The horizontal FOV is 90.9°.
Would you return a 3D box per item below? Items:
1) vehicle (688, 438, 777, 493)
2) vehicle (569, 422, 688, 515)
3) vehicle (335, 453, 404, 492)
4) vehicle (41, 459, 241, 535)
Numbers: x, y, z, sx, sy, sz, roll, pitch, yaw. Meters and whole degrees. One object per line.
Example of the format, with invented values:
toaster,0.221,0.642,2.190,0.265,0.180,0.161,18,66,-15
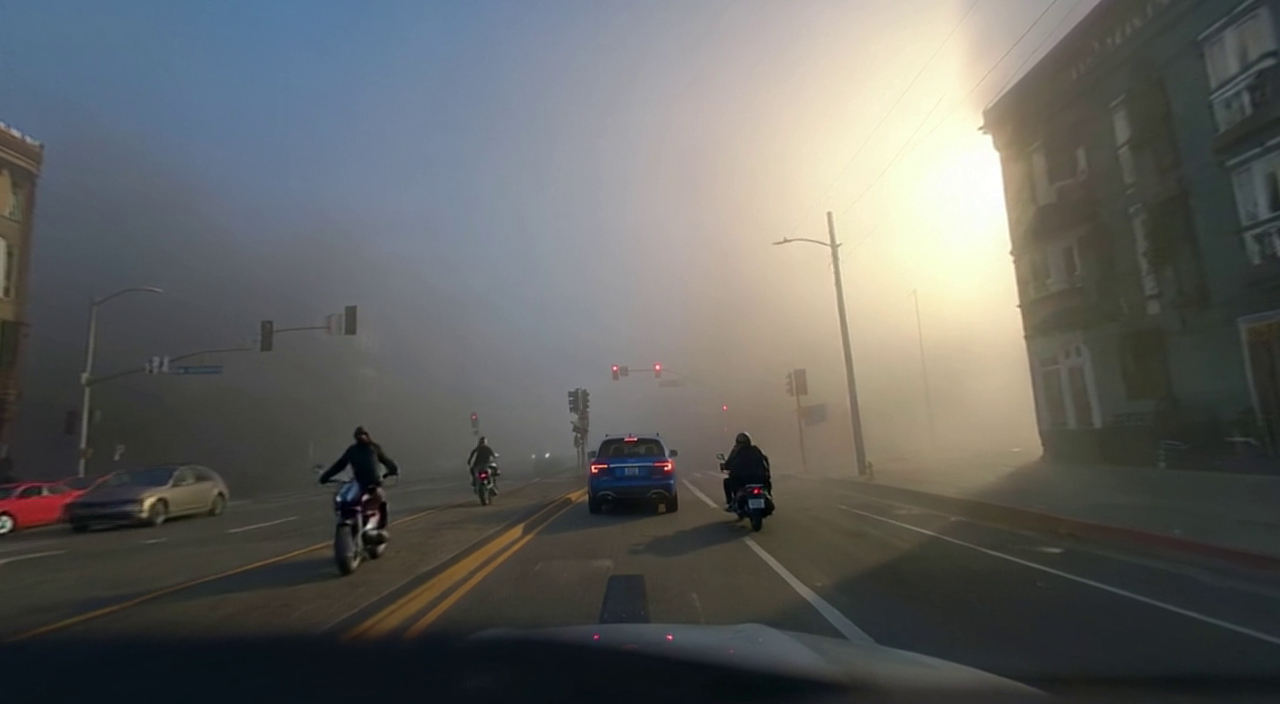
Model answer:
vehicle,2.719,3.468,19.606,2.101,1.507,4.355,0,-9,0
vehicle,-0.201,2.531,14.138,2.265,1.748,4.130,0,-9,0
vehicle,-13.747,6.124,32.364,1.871,1.786,4.386,0,-9,-4
vehicle,-13.706,3.953,17.805,1.926,1.732,4.635,0,-9,-2
